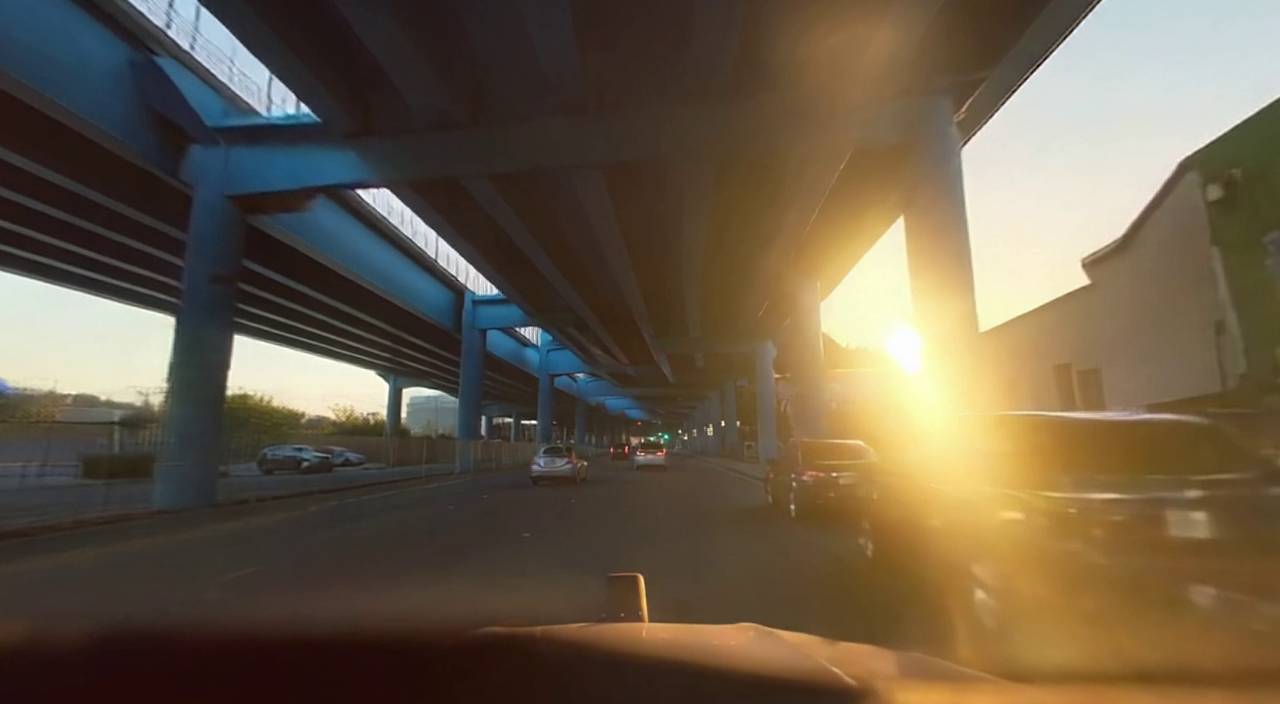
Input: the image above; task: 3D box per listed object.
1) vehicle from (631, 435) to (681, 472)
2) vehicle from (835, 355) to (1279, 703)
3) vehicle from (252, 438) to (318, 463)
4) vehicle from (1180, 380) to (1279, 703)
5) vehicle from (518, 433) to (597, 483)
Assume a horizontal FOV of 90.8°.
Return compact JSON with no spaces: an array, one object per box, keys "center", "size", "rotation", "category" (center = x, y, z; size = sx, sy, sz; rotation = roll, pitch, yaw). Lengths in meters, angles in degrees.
[{"center":[0.742,4.681,29.279],"size":[2.155,1.571,3.734],"rotation":[0,-8,2],"category":"vehicle"},{"center":[3.351,1.211,5.421],"size":[2.043,1.796,4.242],"rotation":[0,-8,1],"category":"vehicle"},{"center":[-27.205,7.539,48.619],"size":[2.174,1.824,4.764],"rotation":[0,-8,2],"category":"vehicle"},{"center":[3.288,0.663,0.579],"size":[1.983,1.589,4.010],"rotation":[0,-8,0],"category":"vehicle"},{"center":[-2.750,3.667,22.159],"size":[2.024,1.533,4.549],"rotation":[0,-8,2],"category":"vehicle"}]
